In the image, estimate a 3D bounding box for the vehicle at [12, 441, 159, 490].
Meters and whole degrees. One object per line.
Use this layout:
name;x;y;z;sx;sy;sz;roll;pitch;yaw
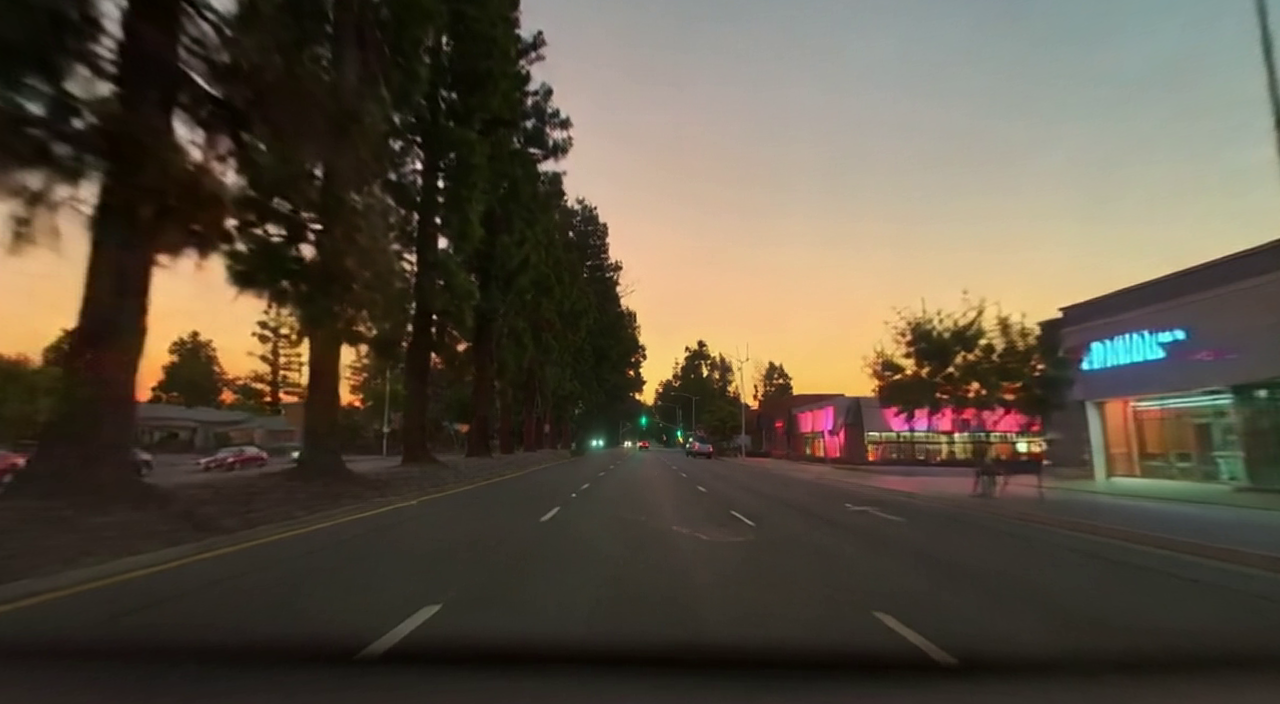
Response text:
vehicle;-22.522;4.632;25.942;1.902;1.609;4.689;-6;-9;-1

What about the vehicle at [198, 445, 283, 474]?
vehicle;-22.513;6.061;35.809;1.771;1.524;4.592;-1;-8;1
